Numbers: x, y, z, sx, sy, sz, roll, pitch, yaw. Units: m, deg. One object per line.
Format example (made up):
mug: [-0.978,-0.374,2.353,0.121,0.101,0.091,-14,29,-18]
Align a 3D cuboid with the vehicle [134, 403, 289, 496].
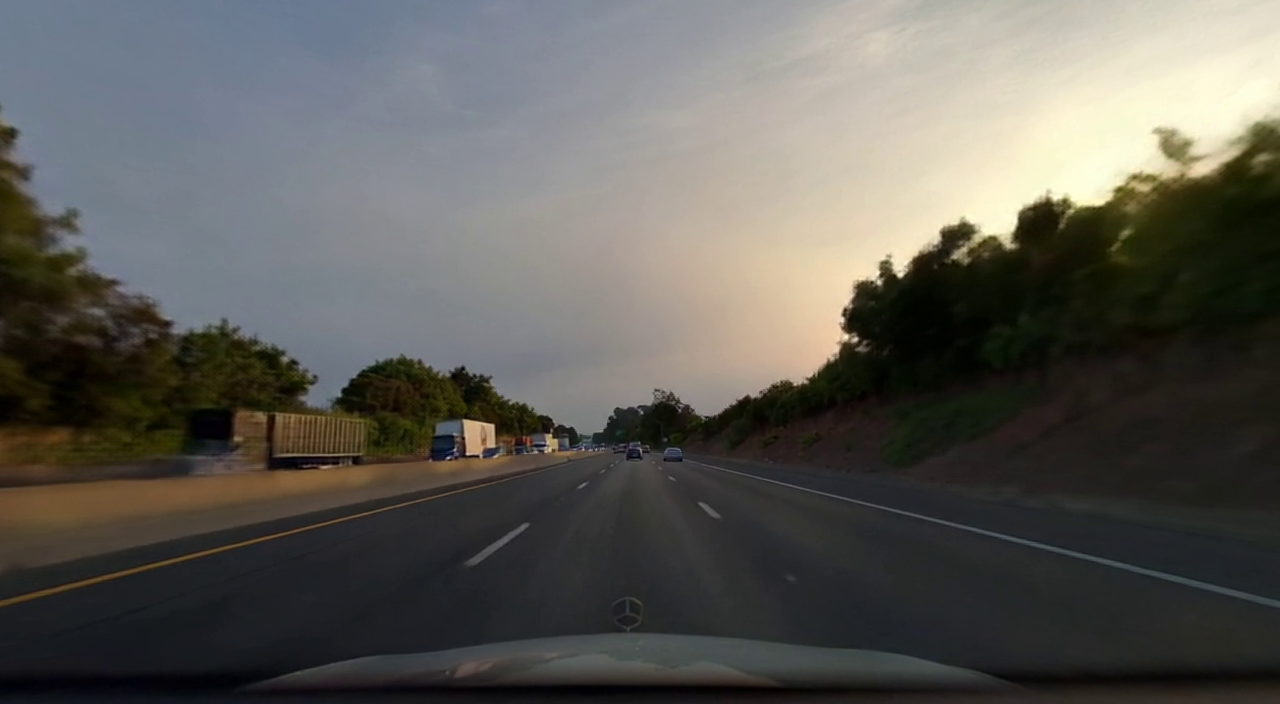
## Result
vehicle: [-20.241,4.681,30.353,2.966,3.997,6.255,0,-9,-2]

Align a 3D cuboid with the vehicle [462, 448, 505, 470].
vehicle: [-11.498,7.887,46.563,1.964,1.522,4.419,0,-9,1]

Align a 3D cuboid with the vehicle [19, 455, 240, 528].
vehicle: [-11.878,3.224,15.125,1.862,1.445,4.101,0,-9,-1]
